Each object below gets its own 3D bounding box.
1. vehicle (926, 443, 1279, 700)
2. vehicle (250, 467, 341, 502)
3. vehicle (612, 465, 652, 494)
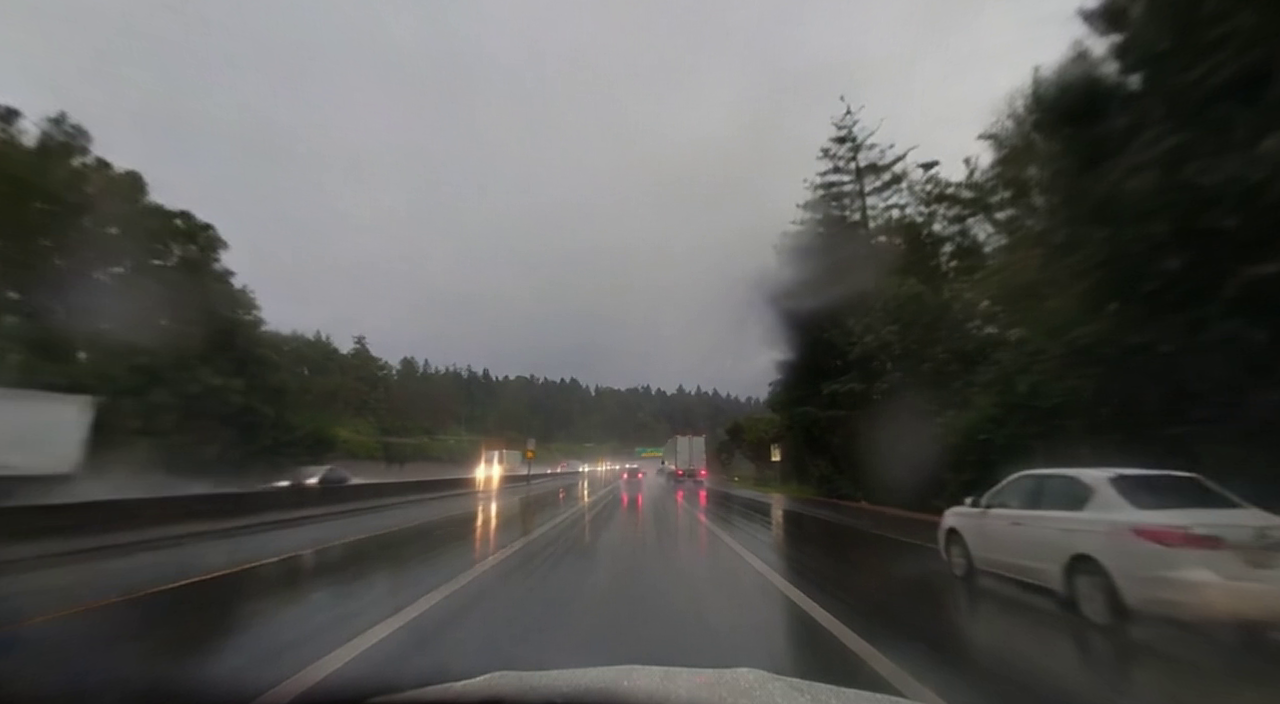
[{"bbox_3d":[4.649,1.689,5.858,1.897,1.476,4.334,1,-10,-1],"label":"vehicle"},{"bbox_3d":[-16.283,6.263,30.047,1.897,1.510,4.299,1,-10,0],"label":"vehicle"},{"bbox_3d":[-0.464,6.926,34.338,2.010,1.436,3.973,1,-10,-1],"label":"vehicle"}]
